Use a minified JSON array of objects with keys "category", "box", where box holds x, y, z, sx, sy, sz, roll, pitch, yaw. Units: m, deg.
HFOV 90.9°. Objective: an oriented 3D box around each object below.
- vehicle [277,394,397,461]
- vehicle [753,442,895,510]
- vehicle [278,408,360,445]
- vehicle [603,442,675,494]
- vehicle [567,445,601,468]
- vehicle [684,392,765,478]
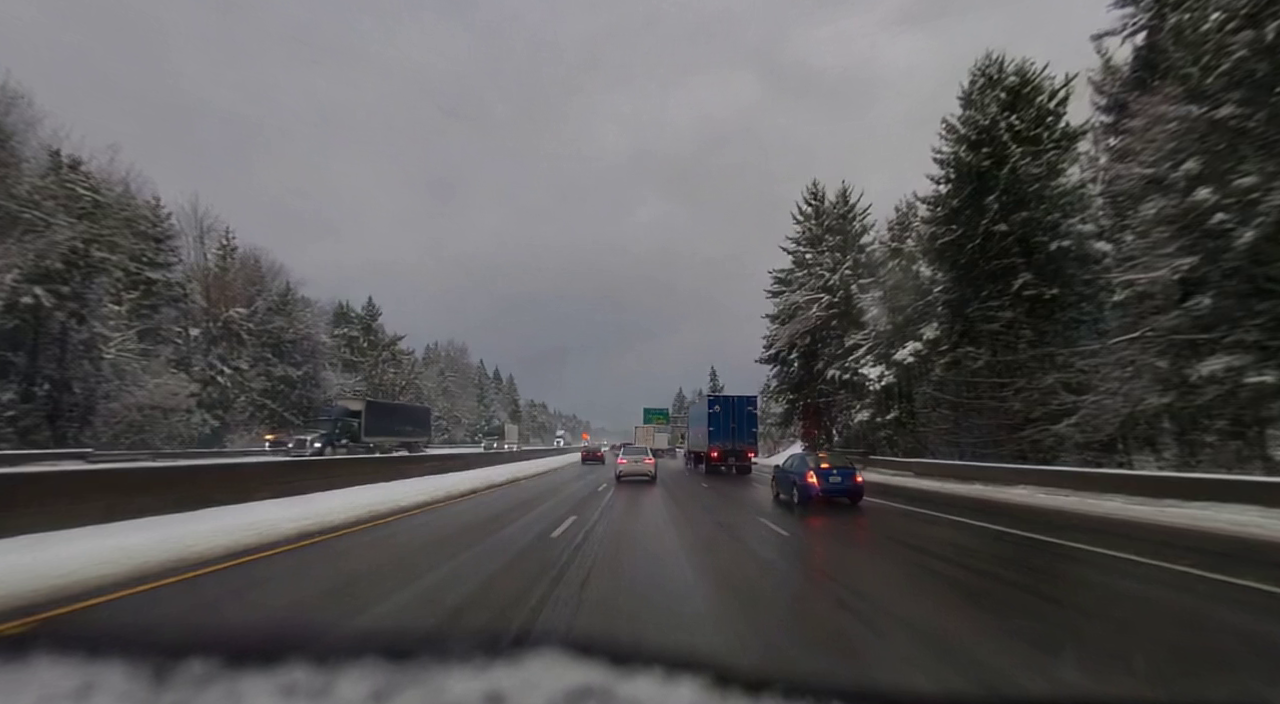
[{"category":"vehicle","box":[-19.894,5.259,42.398,2.933,3.979,10.057,0,-9,0]},{"category":"vehicle","box":[4.186,2.903,15.191,2.037,1.377,4.407,0,-9,-1]},{"category":"vehicle","box":[-20.039,4.743,39.663,2.268,2.025,5.234,-1,-10,1]},{"category":"vehicle","box":[-0.033,3.718,20.523,2.089,1.516,4.191,0,-9,0]},{"category":"vehicle","box":[-3.762,7.150,43.300,1.913,1.444,4.360,0,-9,0]},{"category":"vehicle","box":[4.495,5.013,36.933,2.877,4.035,13.897,0,-9,0]}]
